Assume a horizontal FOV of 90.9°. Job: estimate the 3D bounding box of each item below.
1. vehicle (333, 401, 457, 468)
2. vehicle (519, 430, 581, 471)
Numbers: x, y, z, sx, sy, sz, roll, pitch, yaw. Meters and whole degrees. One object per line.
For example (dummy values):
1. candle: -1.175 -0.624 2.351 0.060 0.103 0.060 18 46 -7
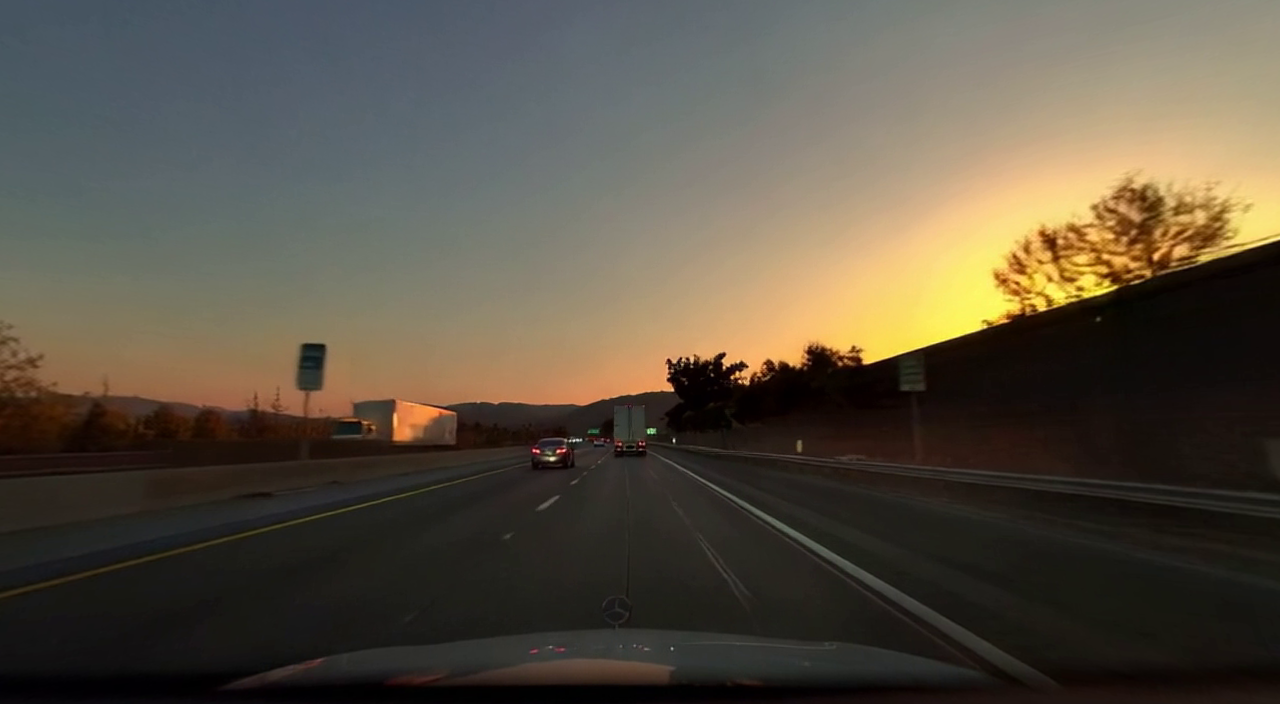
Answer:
1. vehicle: -17.067 6.051 46.083 2.886 3.939 16.802 0 -8 -2
2. vehicle: -3.916 4.367 28.314 2.123 1.655 4.688 0 -8 -1
